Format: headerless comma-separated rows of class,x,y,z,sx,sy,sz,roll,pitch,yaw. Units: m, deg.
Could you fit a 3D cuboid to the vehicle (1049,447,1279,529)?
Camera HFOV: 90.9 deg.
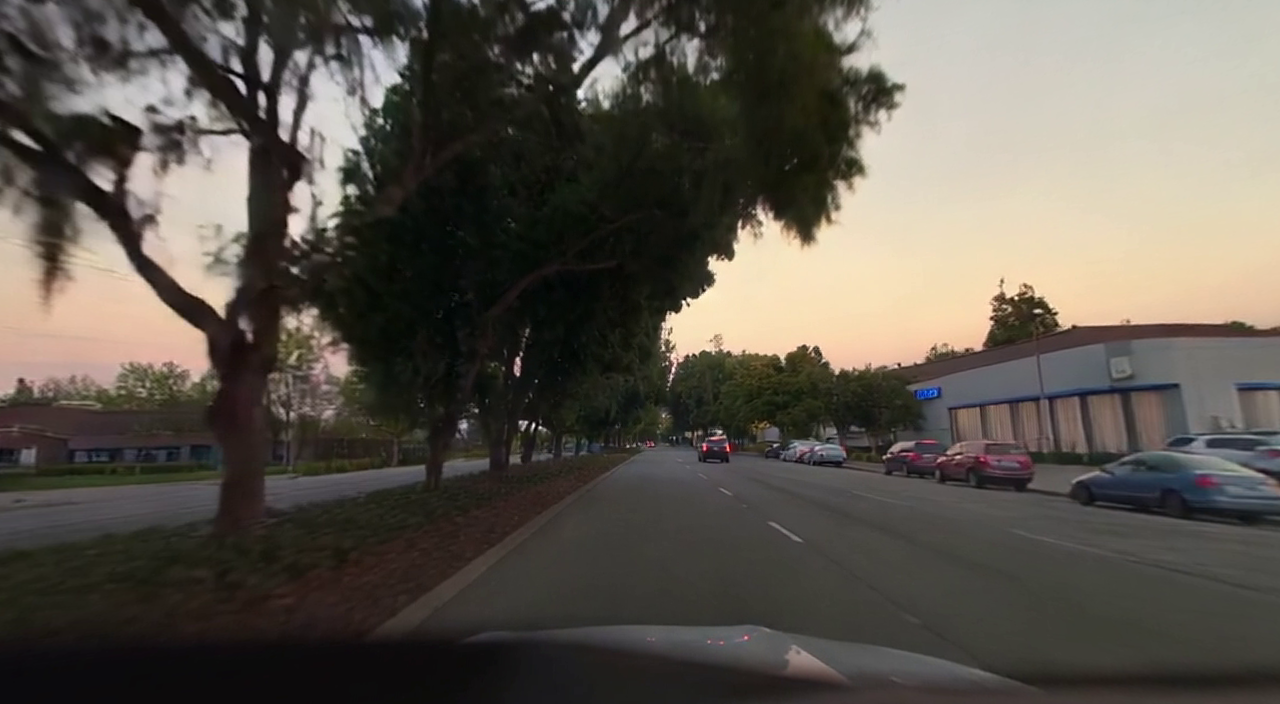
vehicle,10.712,2.633,12.878,1.824,1.364,4.238,0,-8,0

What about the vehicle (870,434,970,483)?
vehicle,11.079,4.222,25.376,1.931,1.774,4.666,0,-8,1

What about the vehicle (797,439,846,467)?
vehicle,11.353,6.371,39.740,1.919,1.645,4.254,0,-8,1

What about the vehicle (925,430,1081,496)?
vehicle,10.826,3.345,19.368,1.959,1.751,4.961,0,-8,2

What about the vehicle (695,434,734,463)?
vehicle,5.043,6.648,43.373,2.183,1.845,4.482,0,-8,1
